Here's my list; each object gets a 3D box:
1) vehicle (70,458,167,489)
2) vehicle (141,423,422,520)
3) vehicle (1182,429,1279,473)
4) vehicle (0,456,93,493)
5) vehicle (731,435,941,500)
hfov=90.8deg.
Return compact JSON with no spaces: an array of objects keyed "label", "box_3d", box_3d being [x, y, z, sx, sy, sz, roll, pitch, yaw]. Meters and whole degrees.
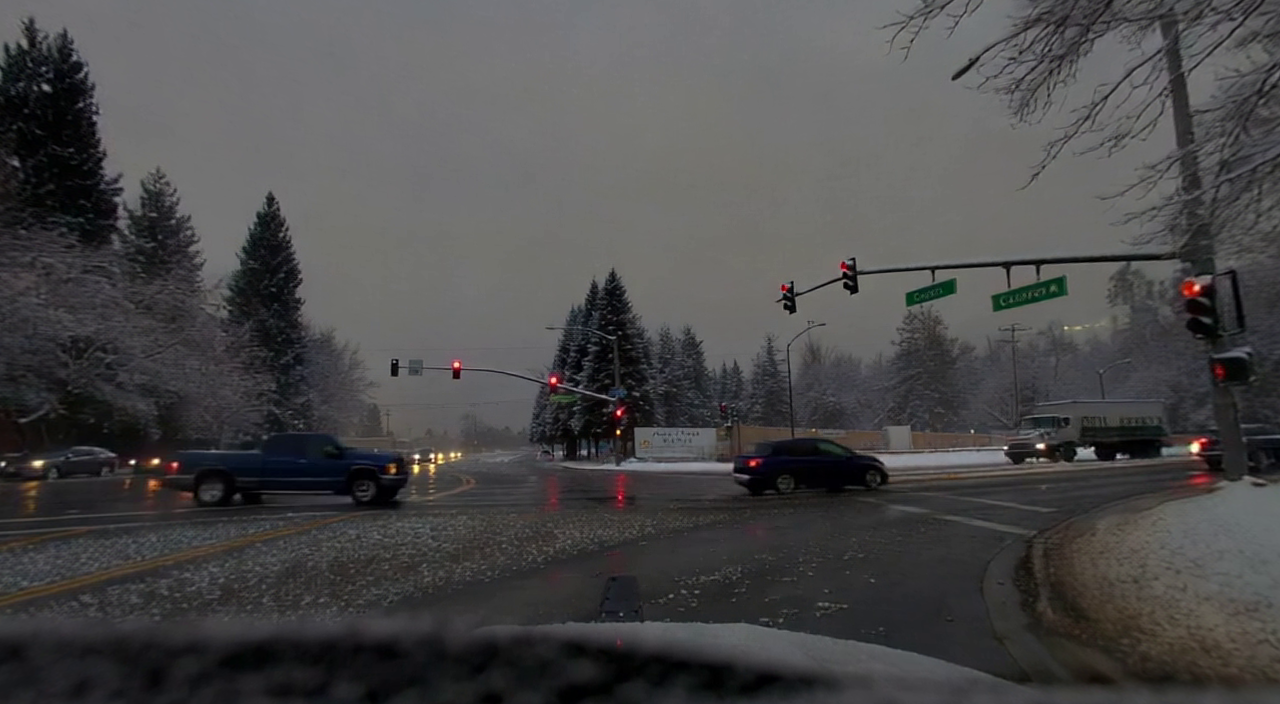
[{"label":"vehicle","box_3d":[-28.377,6.611,34.600,1.965,1.448,4.553,1,-9,-9]},{"label":"vehicle","box_3d":[-8.424,2.749,14.933,5.896,1.937,2.358,-3,-9,19]},{"label":"vehicle","box_3d":[23.827,3.940,25.328,4.281,1.621,1.903,5,-10,-33]},{"label":"vehicle","box_3d":[-31.187,6.264,32.641,2.142,1.723,4.692,1,-9,-9]},{"label":"vehicle","box_3d":[4.940,2.895,16.146,4.728,1.471,1.957,2,-9,-14]}]
